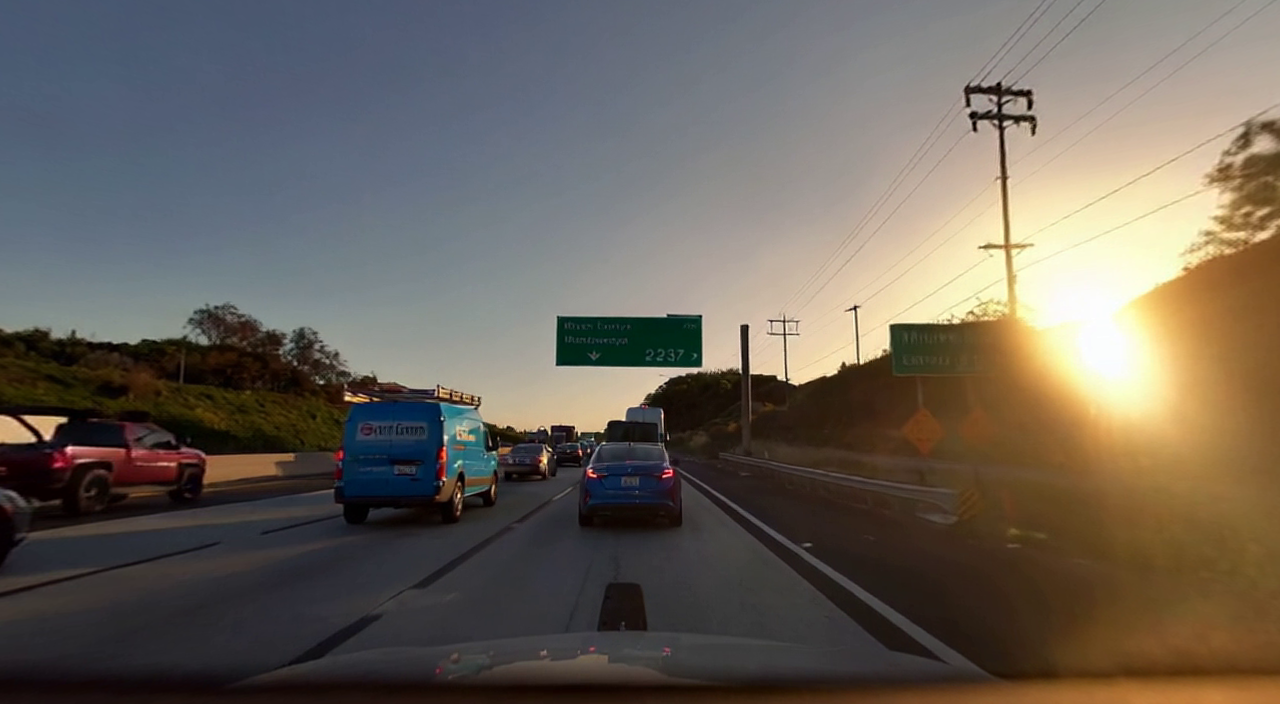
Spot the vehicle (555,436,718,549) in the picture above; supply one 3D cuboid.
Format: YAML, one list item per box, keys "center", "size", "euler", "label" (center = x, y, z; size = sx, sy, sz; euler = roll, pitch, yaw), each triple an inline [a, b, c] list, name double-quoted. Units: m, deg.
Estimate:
- center: [-0.042, 2.084, 10.046]
  size: [2.054, 1.421, 4.090]
  euler: [0, -8, 0]
  label: "vehicle"

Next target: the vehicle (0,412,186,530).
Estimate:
- center: [-11.235, 2.122, 11.512]
  size: [2.040, 1.872, 4.969]
  euler: [0, -8, 0]
  label: "vehicle"

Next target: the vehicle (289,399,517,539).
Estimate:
- center: [-3.806, 1.983, 11.202]
  size: [2.142, 1.952, 4.556]
  euler: [0, -8, 2]
  label: "vehicle"
